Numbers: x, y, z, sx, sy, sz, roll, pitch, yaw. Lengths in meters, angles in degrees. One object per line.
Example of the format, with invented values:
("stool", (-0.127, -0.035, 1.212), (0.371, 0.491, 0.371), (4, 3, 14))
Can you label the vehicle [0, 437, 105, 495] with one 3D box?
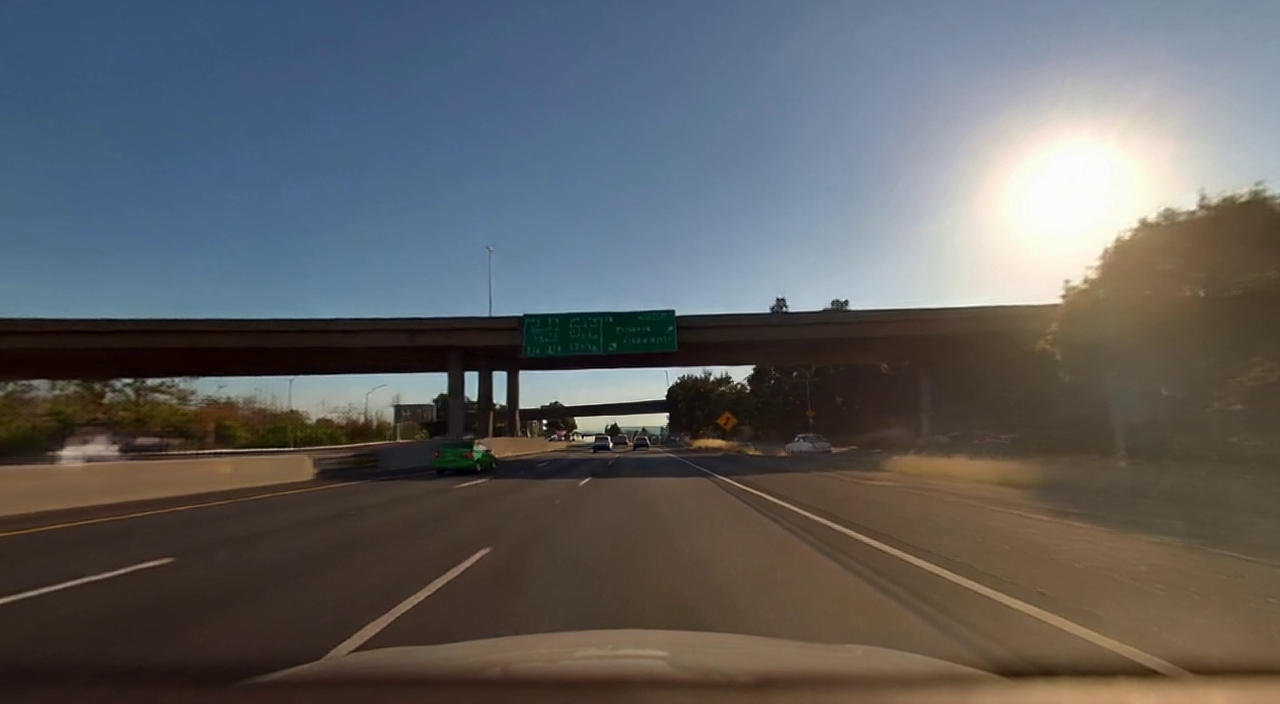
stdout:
("vehicle", (-17.469, 3.089, 17.261), (1.815, 1.485, 4.311), (0, -8, 1))

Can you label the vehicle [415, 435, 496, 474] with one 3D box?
("vehicle", (-7.489, 4.209, 26.105), (1.987, 1.486, 4.174), (0, -8, 2))
